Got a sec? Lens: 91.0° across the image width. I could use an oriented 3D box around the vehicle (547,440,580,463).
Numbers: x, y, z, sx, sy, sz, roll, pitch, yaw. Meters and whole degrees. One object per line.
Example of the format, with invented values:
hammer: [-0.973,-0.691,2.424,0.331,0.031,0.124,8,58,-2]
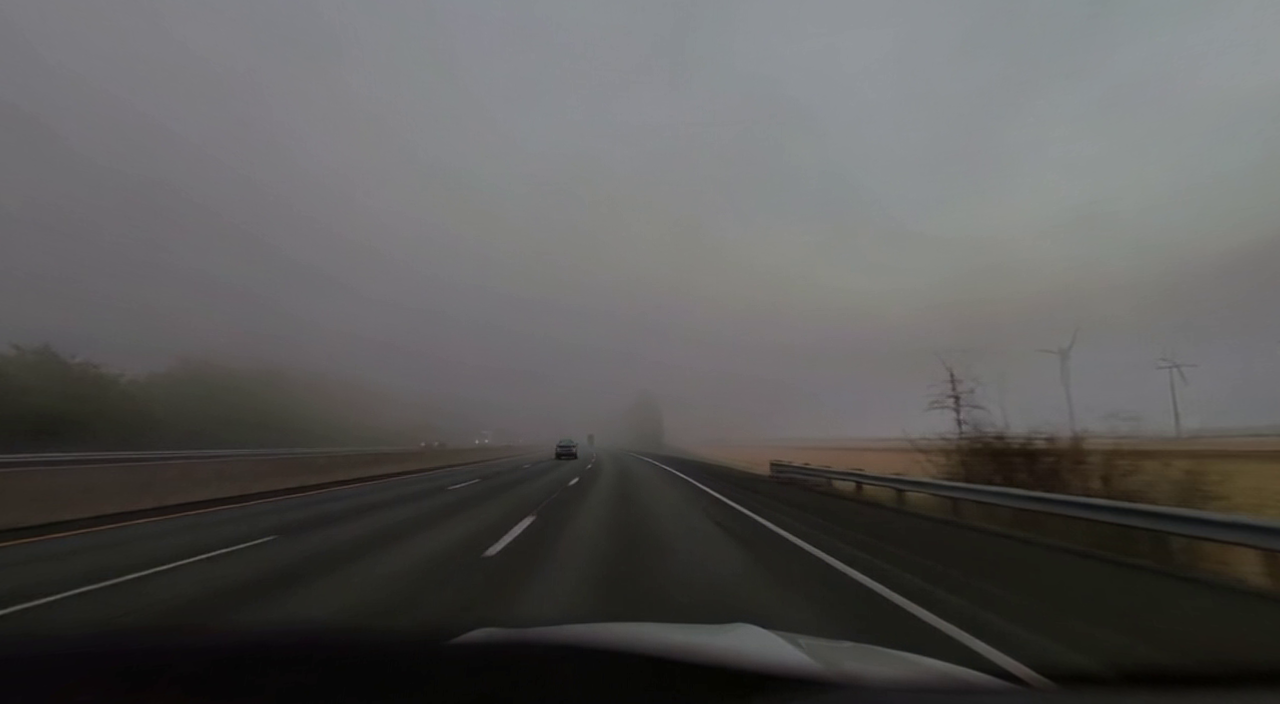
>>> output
vehicle: [-5.434,7.151,45.315,2.053,1.549,4.097,0,-8,-3]
